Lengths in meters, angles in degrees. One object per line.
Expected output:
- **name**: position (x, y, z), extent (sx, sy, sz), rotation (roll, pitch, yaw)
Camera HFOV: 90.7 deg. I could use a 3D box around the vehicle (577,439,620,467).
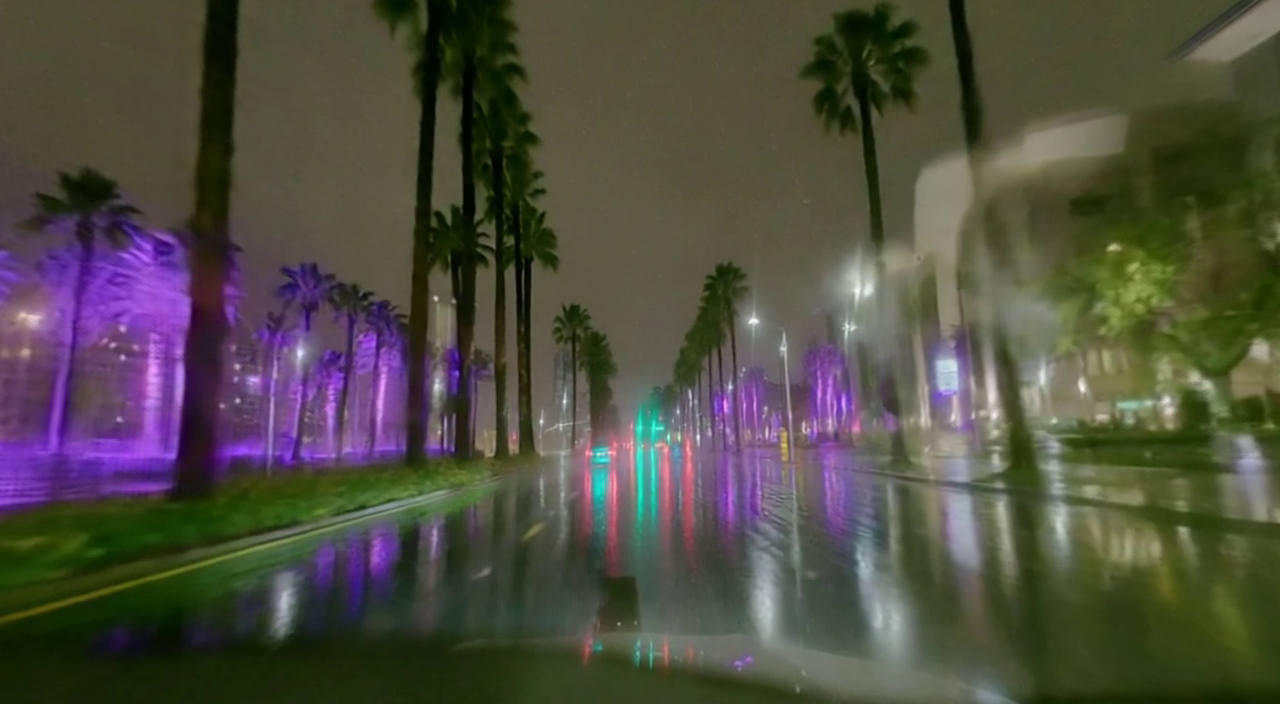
- **vehicle**: position (-2.496, 6.232, 39.050), extent (2.160, 1.615, 4.117), rotation (-1, -9, 4)
